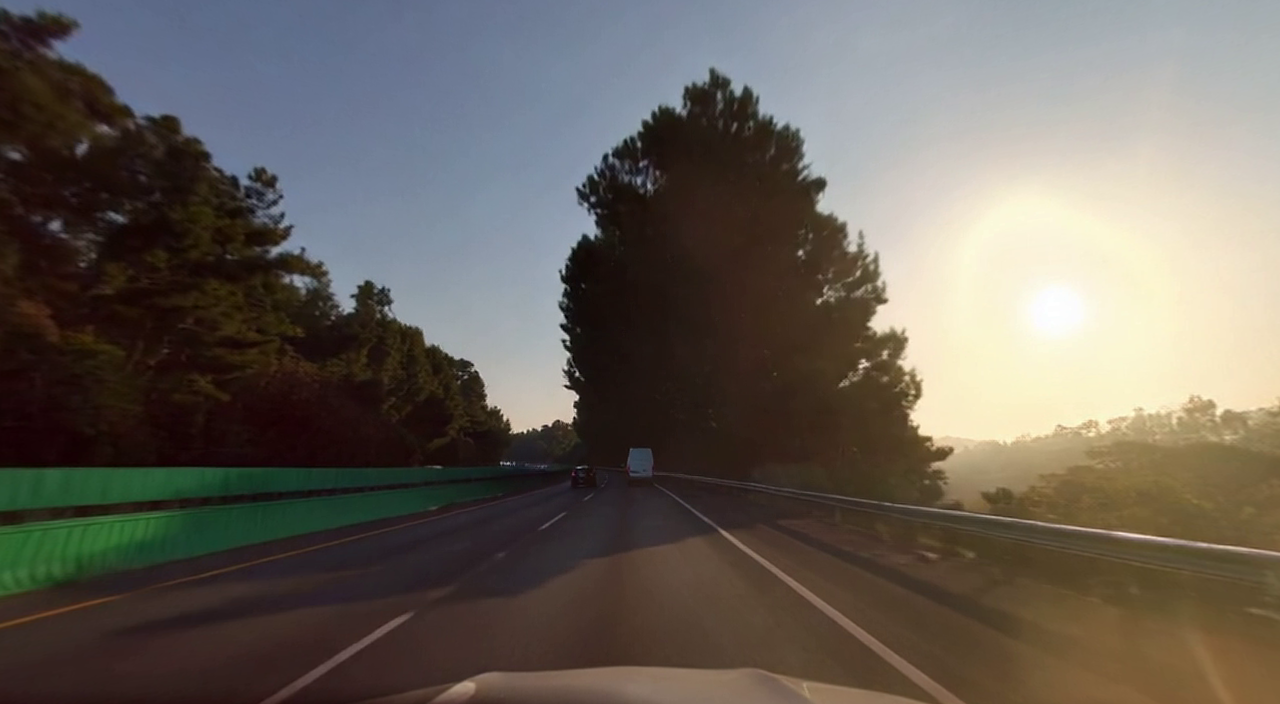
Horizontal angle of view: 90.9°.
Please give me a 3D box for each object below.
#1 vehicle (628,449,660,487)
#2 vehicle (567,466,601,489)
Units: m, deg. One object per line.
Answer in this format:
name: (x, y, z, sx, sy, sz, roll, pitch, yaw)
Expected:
vehicle: (0.256, 9.090, 49.271, 2.382, 2.752, 5.333, 1, -11, -1)
vehicle: (-3.876, 8.814, 44.428, 2.038, 1.490, 4.391, 1, -11, -1)
